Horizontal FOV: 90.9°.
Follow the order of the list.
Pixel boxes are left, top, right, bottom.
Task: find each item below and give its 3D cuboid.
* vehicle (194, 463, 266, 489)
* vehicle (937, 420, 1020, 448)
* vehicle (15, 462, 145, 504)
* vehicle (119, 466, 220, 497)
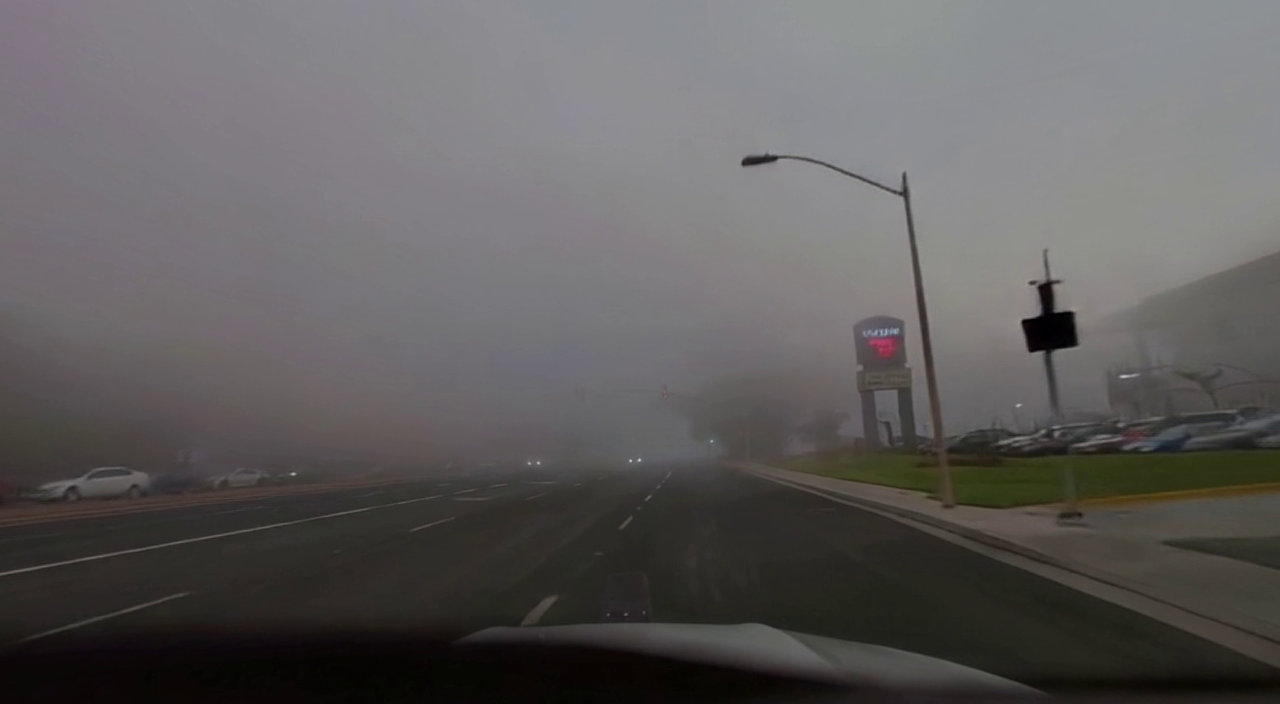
[{"bbox_3d":[-30.056,9.087,46.365,1.851,1.682,4.631,0,-9,5],"label":"vehicle"},{"bbox_3d":[18.057,4.412,33.730,3.464,1.409,1.598,0,-9,4],"label":"vehicle"},{"bbox_3d":[-28.087,6.545,31.870,2.009,1.798,4.673,0,-9,4],"label":"vehicle"},{"bbox_3d":[-24.583,6.755,33.138,1.827,1.370,4.191,-1,-9,6],"label":"vehicle"}]
